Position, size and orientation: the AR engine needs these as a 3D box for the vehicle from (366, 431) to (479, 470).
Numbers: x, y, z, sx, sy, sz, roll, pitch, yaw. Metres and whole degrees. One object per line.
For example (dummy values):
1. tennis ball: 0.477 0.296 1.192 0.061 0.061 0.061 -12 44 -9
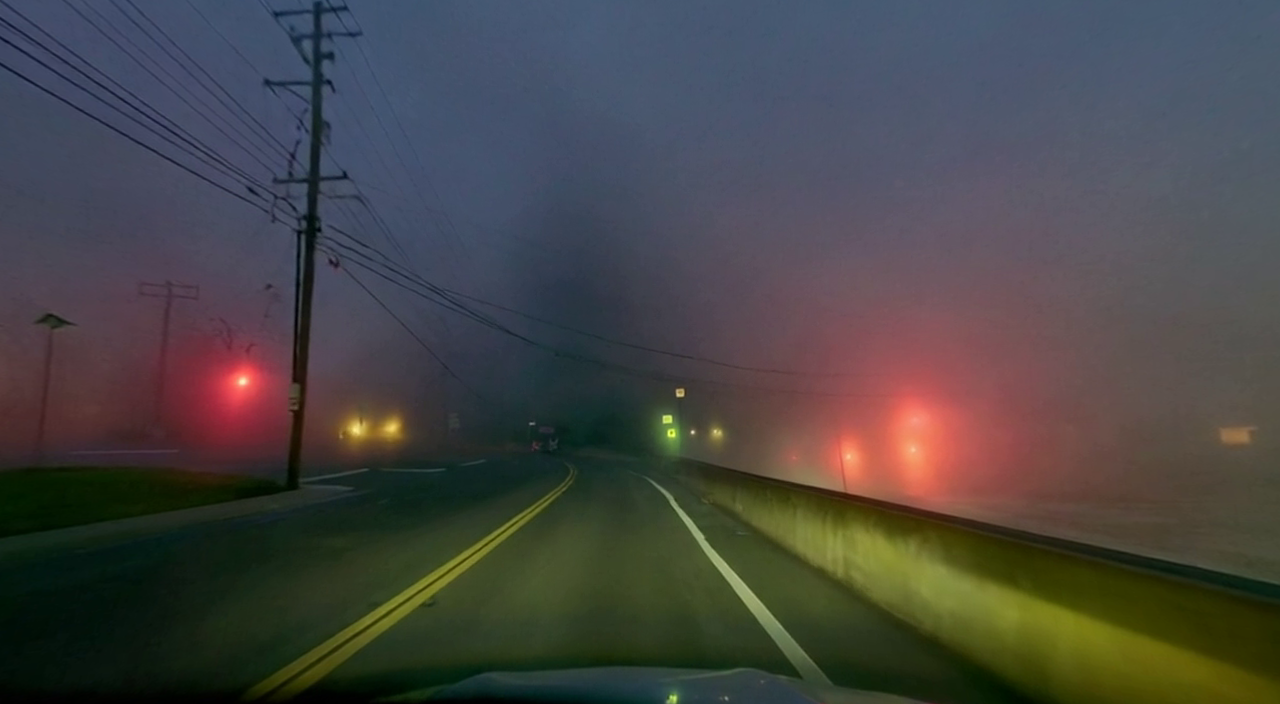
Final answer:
1. vehicle: -10.096 4.609 29.557 4.500 1.674 1.915 8 -11 -42
